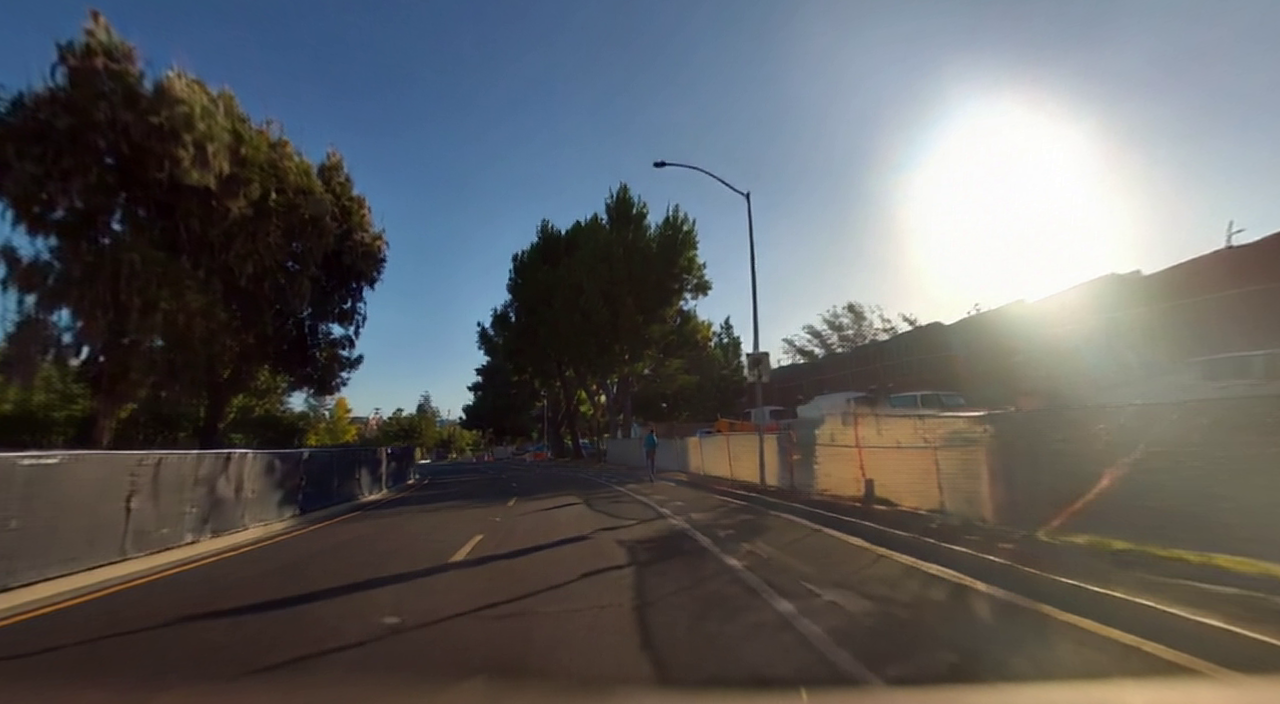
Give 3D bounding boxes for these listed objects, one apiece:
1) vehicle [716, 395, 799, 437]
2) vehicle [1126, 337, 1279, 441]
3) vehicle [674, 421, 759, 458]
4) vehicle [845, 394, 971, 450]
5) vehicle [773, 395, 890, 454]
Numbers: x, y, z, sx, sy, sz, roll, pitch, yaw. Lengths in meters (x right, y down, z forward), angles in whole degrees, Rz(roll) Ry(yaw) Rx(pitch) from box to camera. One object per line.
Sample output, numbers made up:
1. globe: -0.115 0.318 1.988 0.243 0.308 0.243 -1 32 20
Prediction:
1. vehicle: 6.678 3.658 35.904 4.180 1.880 2.028 9 -9 -26
2. vehicle: 9.825 0.607 9.673 1.635 1.445 3.563 0 -8 -6
3. vehicle: 4.970 5.680 41.013 5.021 1.930 2.119 -1 -8 -30
4. vehicle: 8.774 2.346 20.866 3.451 1.504 1.652 5 -11 -6
5. vehicle: 7.107 2.759 23.589 3.674 1.559 1.775 10 -12 -10
